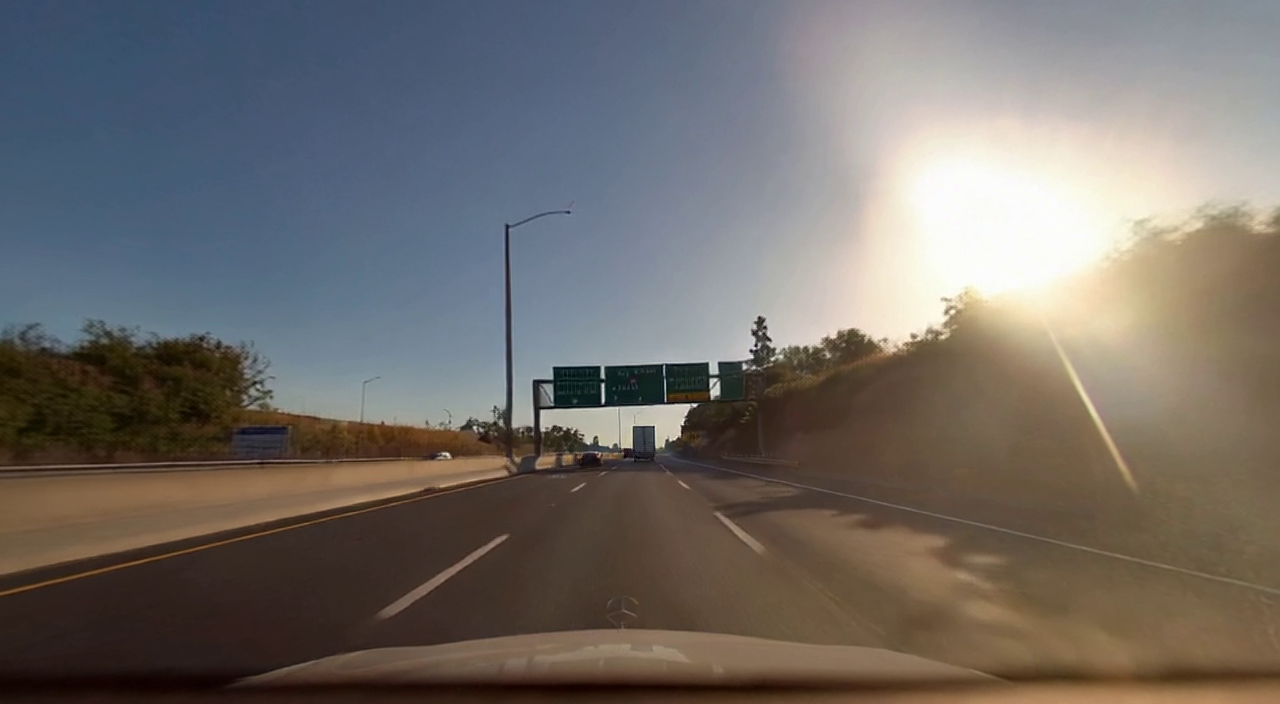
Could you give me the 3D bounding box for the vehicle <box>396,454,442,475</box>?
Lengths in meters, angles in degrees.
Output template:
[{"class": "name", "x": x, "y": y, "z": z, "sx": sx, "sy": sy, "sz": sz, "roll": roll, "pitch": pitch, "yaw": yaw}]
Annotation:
[{"class": "vehicle", "x": -16.948, "y": 8.628, "z": 48.549, "sx": 1.838, "sy": 1.473, "sz": 4.371, "roll": 0, "pitch": -9, "yaw": 1}]
